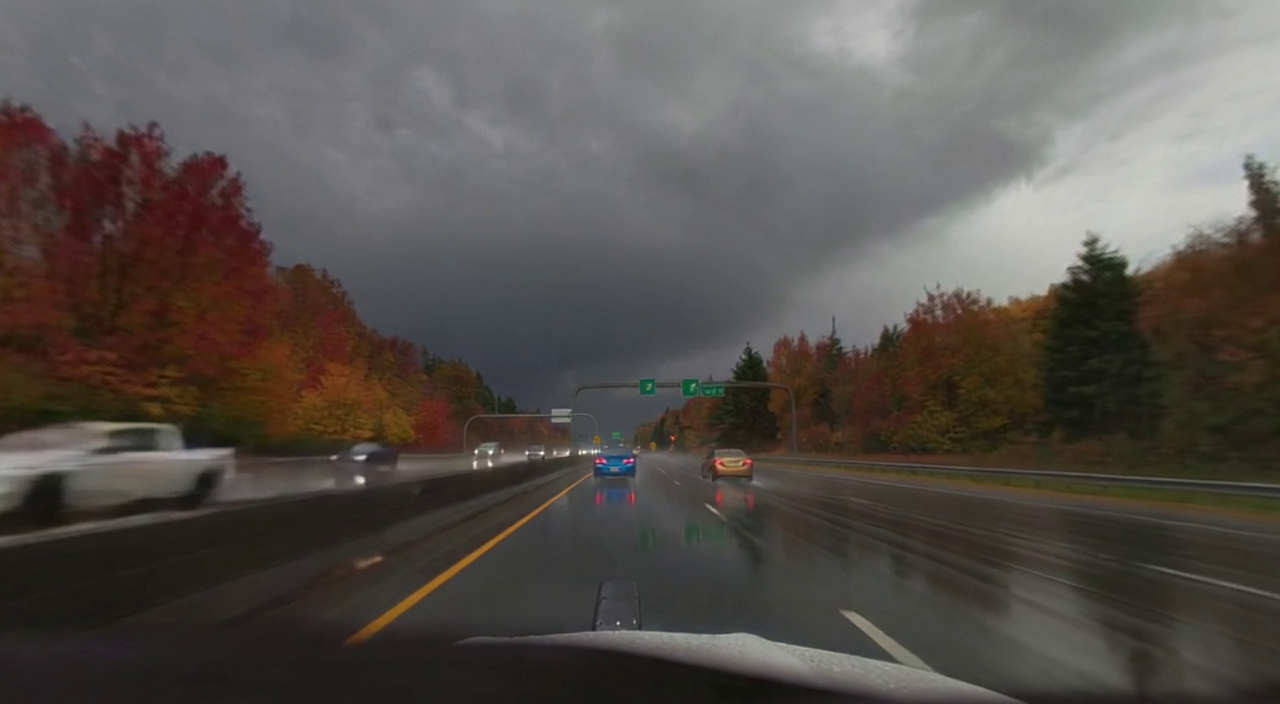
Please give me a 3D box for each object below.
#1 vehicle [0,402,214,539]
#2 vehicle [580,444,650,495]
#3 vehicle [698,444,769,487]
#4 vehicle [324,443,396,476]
[{"bbox_3d":[-9.036,1.668,9.008,2.512,1.641,4.748,0,-9,-1],"label":"vehicle"},{"bbox_3d":[-0.787,3.932,21.332,2.128,1.516,4.410,0,-9,-1],"label":"vehicle"},{"bbox_3d":[3.719,4.632,25.805,2.300,1.595,4.144,-1,-9,0],"label":"vehicle"},{"bbox_3d":[-13.790,5.309,31.119,1.798,1.510,3.858,0,-9,-1],"label":"vehicle"}]
